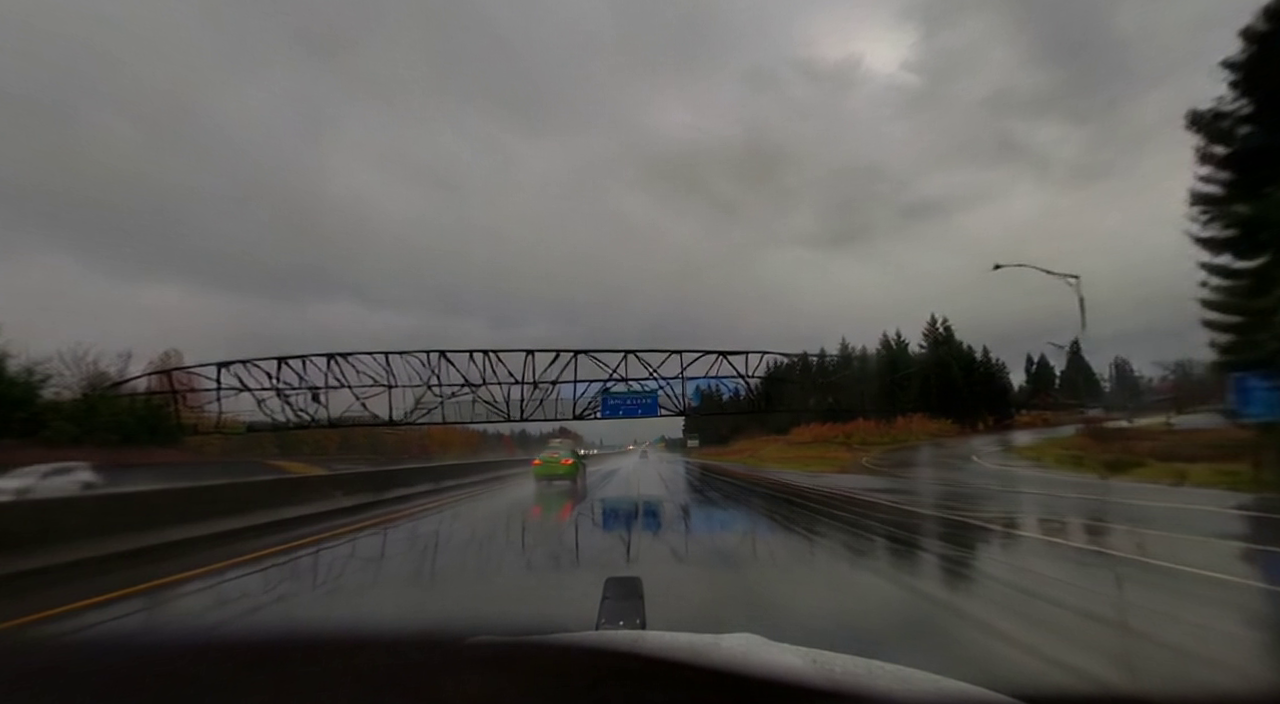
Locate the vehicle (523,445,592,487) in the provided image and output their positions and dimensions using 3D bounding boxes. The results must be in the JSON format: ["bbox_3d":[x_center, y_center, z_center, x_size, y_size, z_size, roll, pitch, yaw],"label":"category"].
[{"bbox_3d":[-3.223,4.558,25.573,2.180,1.537,4.459,0,-9,0],"label":"vehicle"}]
